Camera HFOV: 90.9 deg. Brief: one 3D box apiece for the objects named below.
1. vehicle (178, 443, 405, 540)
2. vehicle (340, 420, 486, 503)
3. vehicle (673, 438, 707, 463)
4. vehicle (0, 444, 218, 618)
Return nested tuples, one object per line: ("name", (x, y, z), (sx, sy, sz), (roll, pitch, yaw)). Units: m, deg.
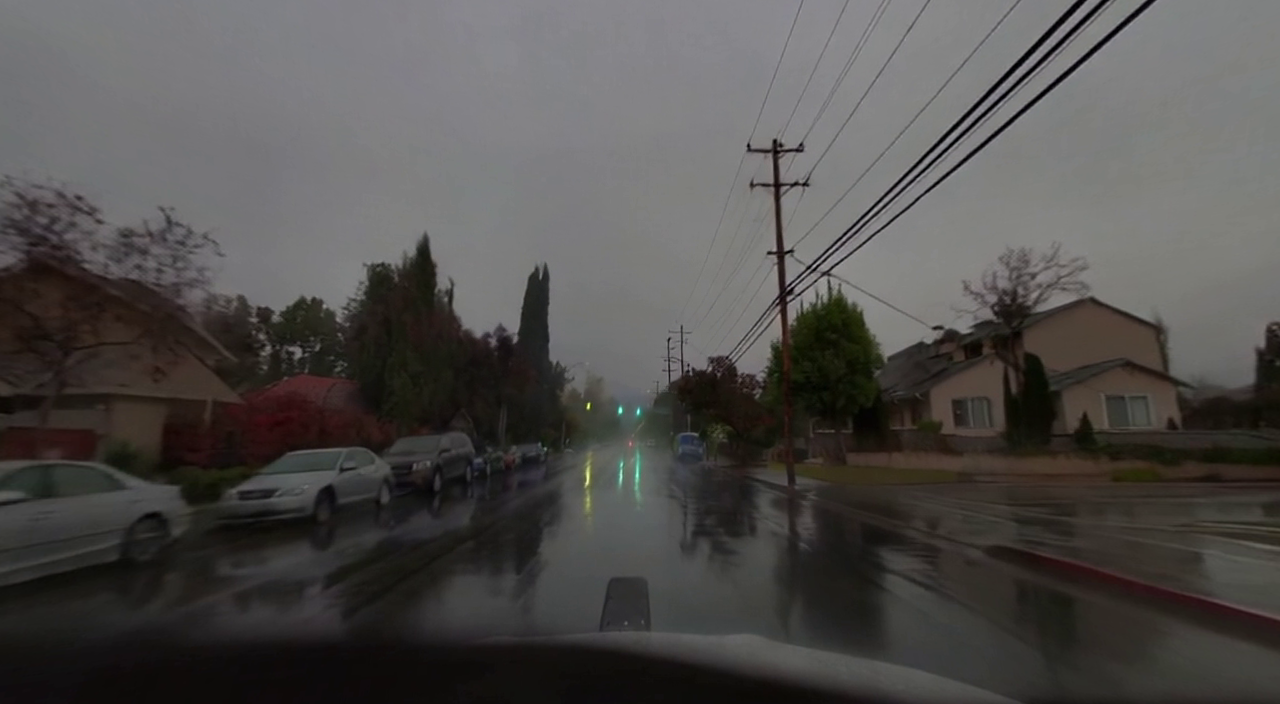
("vehicle", (-6.227, 2.480, 12.012), (1.890, 1.453, 4.430), (0, -8, -2))
("vehicle", (-6.328, 3.132, 18.500), (2.222, 2.022, 5.547), (0, -8, 0))
("vehicle", (3.647, 7.258, 46.505), (2.138, 1.766, 5.129), (0, -8, 0))
("vehicle", (-6.327, 1.570, 5.719), (1.816, 1.460, 4.542), (0, -8, 0))
